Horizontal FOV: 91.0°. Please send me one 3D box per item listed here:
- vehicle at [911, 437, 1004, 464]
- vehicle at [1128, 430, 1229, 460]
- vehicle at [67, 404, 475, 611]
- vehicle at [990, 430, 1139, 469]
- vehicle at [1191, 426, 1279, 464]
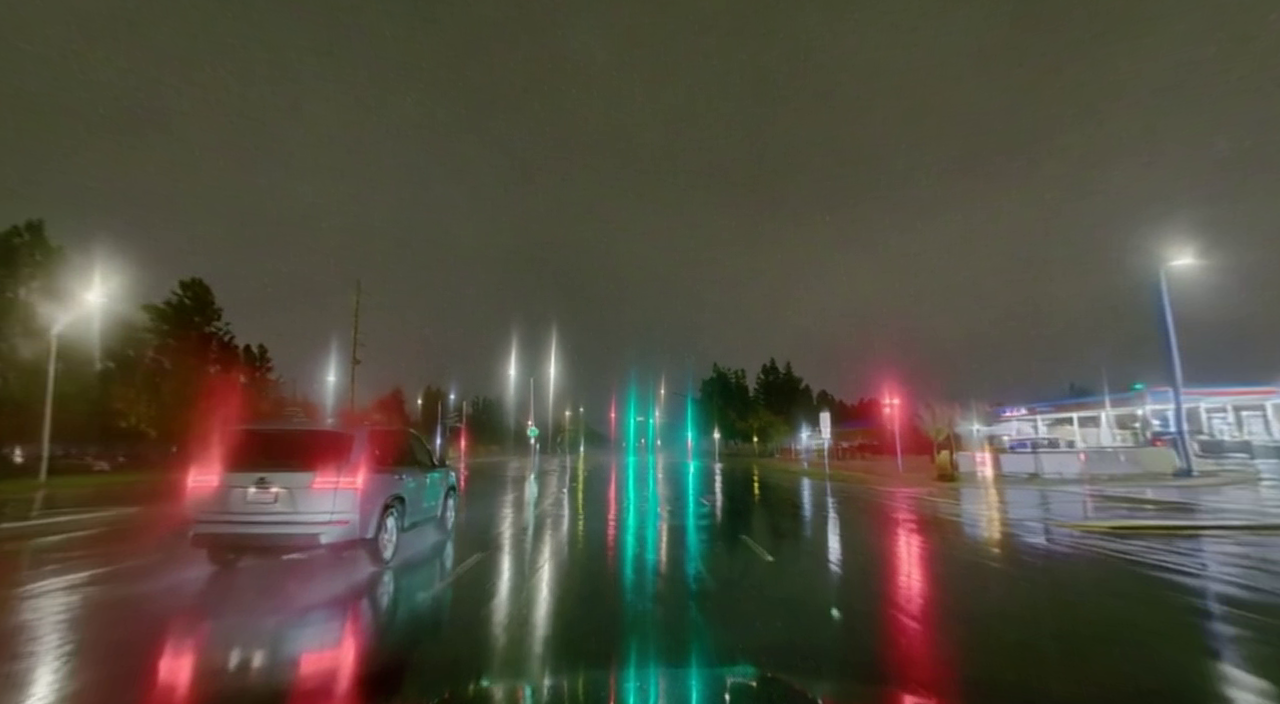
[{"bbox_3d":[18.304,5.699,36.441,4.398,1.457,1.806,0,-9,1],"label":"vehicle"},{"bbox_3d":[30.744,5.350,36.030,3.806,1.635,1.937,-1,-9,6],"label":"vehicle"},{"bbox_3d":[-3.599,1.604,7.503,2.039,1.656,4.710,0,-9,-1],"label":"vehicle"},{"bbox_3d":[17.452,4.045,26.089,4.671,1.466,1.937,0,-9,5],"label":"vehicle"},{"bbox_3d":[30.189,4.525,30.659,4.507,1.752,2.016,-1,-9,9],"label":"vehicle"}]
